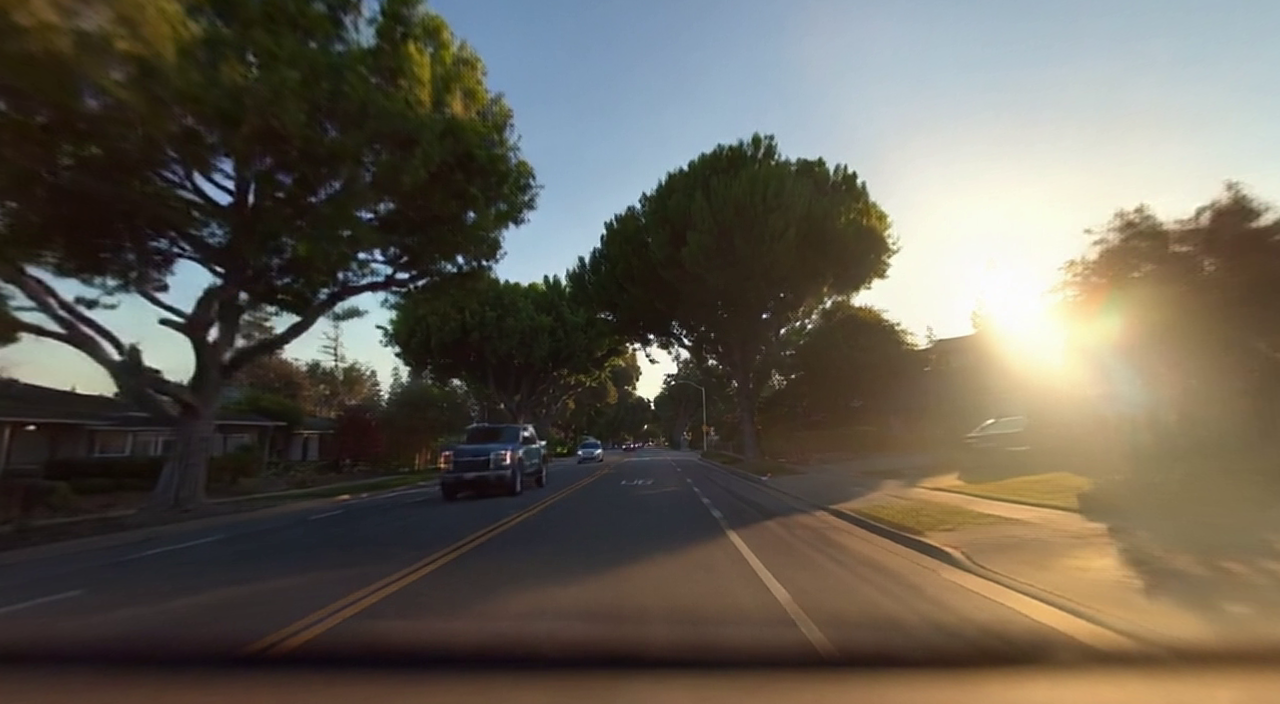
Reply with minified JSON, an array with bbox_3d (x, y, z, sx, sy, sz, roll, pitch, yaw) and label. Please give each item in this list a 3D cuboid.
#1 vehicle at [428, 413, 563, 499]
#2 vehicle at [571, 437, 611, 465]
[{"bbox_3d":[-3.936,2.993,18.508,2.417,2.088,5.780,0,-8,2],"label":"vehicle"},{"bbox_3d":[-3.306,6.784,43.175,2.172,1.793,4.696,0,-8,2],"label":"vehicle"}]
